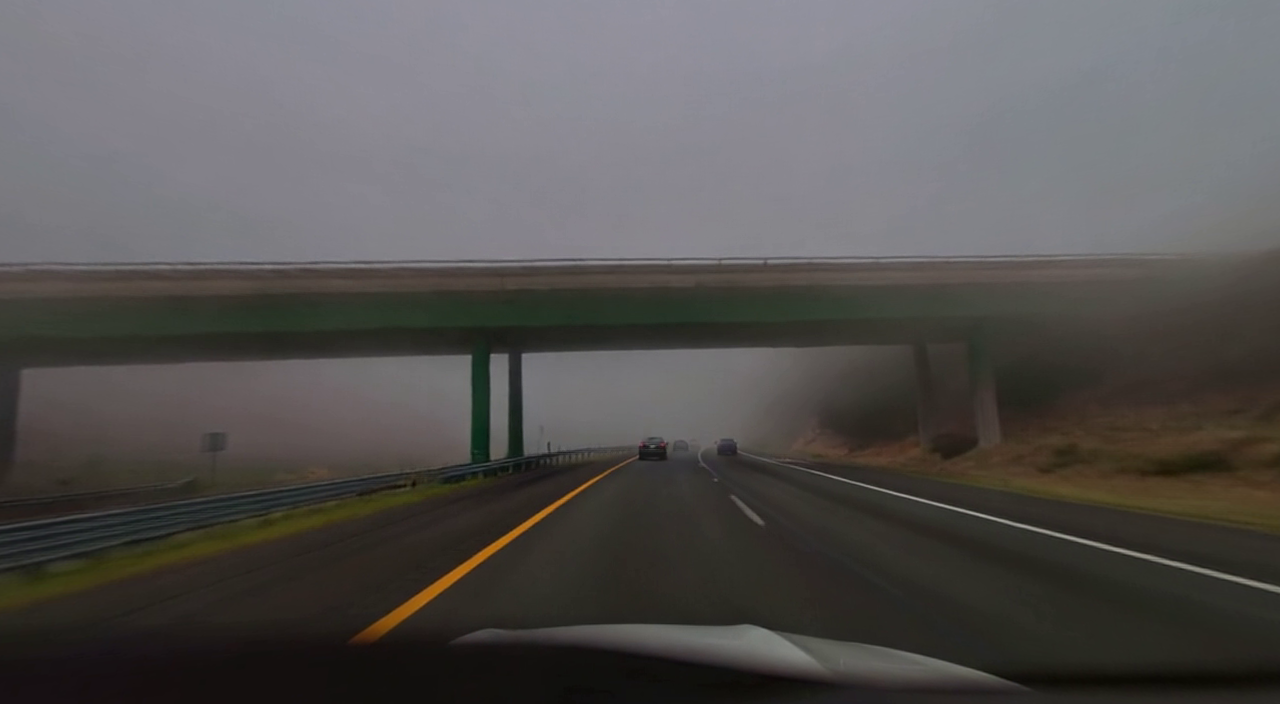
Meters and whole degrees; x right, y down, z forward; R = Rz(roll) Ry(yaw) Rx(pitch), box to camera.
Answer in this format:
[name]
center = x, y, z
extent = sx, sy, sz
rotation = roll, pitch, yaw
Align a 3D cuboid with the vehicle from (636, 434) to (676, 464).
[vehicle]
center = 0.903, 5.186, 33.828
extent = 1.993, 1.461, 3.812
rotation = -1, -8, 3
